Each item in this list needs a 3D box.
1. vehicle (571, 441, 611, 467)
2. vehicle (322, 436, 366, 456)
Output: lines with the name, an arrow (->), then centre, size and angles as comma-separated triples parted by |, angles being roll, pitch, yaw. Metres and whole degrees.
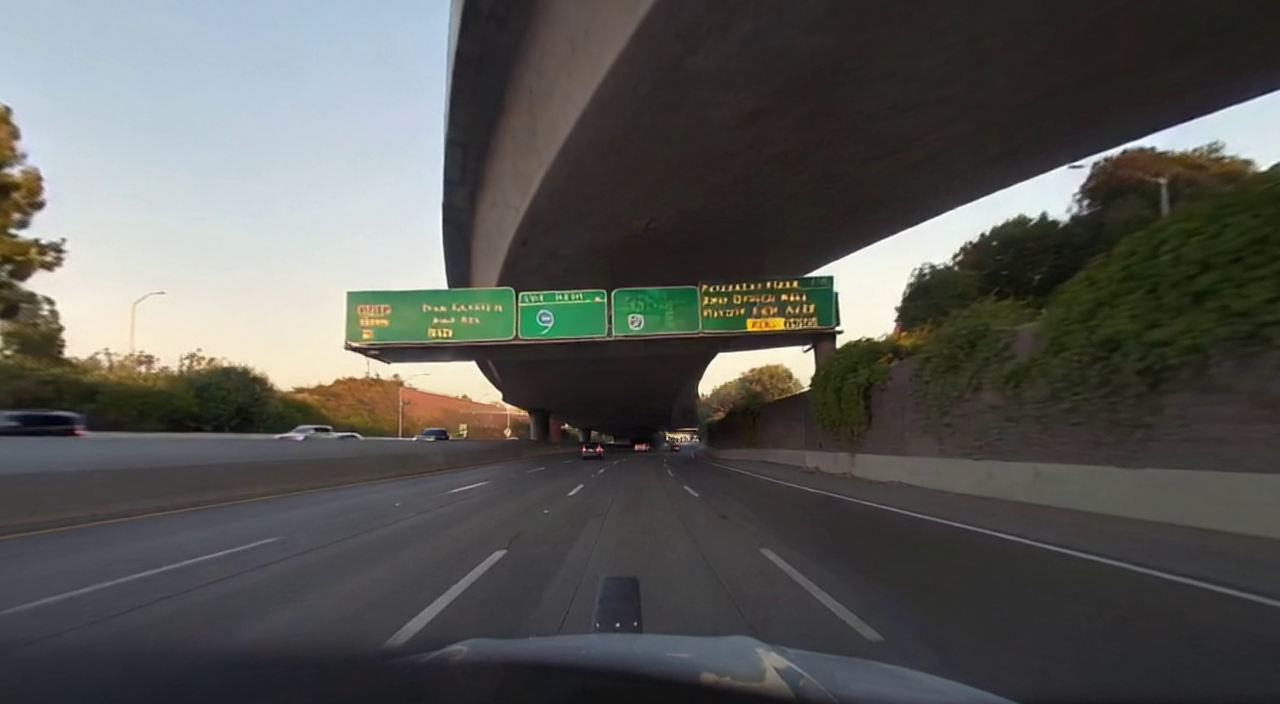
vehicle -> -3.034, 6.445, 40.021 | 2.088, 1.565, 4.410 | 0, -8, 2
vehicle -> -22.190, 7.072, 47.319 | 1.576, 1.373, 3.447 | 0, -8, 2
